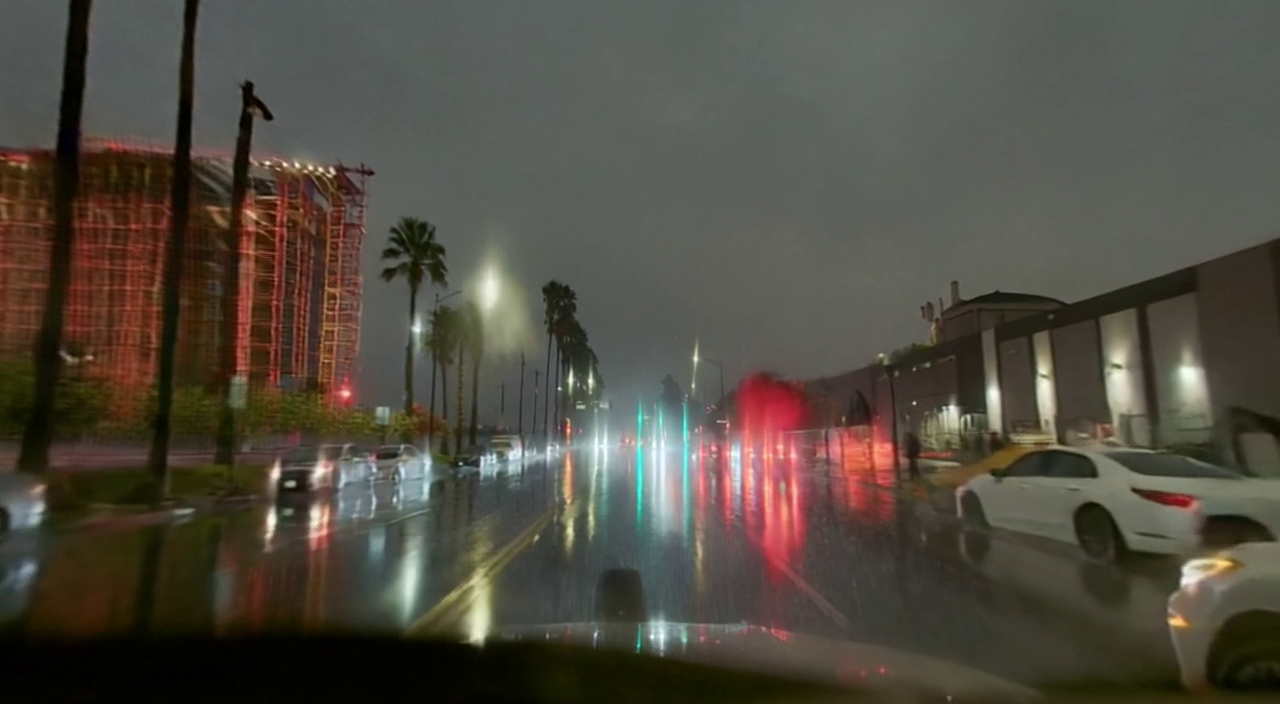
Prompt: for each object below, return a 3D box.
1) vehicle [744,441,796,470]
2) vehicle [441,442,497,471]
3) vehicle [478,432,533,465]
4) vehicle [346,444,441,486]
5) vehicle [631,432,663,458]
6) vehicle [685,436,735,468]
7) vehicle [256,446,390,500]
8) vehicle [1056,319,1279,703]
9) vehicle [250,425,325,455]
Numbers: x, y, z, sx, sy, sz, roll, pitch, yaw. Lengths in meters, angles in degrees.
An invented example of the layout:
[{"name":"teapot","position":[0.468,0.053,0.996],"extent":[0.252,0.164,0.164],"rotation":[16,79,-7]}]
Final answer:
[{"name":"vehicle","position":[6.821,5.446,33.520],"extent":[1.819,1.435,4.337],"rotation":[0,-8,0]},{"name":"vehicle","position":[-9.561,5.877,35.786],"extent":[1.804,1.478,4.734],"rotation":[0,-8,1]},{"name":"vehicle","position":[-9.485,6.970,45.155],"extent":[2.294,1.948,6.025],"rotation":[-7,-10,1]},{"name":"vehicle","position":[-9.388,4.320,24.545],"extent":[1.821,1.448,4.591],"rotation":[0,-8,0]},{"name":"vehicle","position":[0.540,6.851,46.509],"extent":[2.264,1.798,4.258],"rotation":[-1,-8,1]},{"name":"vehicle","position":[3.469,5.052,32.080],"extent":[1.999,1.487,3.939],"rotation":[0,-8,-1]},{"name":"vehicle","position":[-9.581,3.653,19.538],"extent":[1.826,1.445,4.325],"rotation":[0,-8,1]},{"name":"vehicle","position":[3.099,0.571,0.943],"extent":[1.953,1.687,4.344],"rotation":[0,-8,0]},{"name":"vehicle","position":[-19.733,4.960,35.347],"extent":[3.575,1.571,1.912],"rotation":[-5,-9,27]}]
